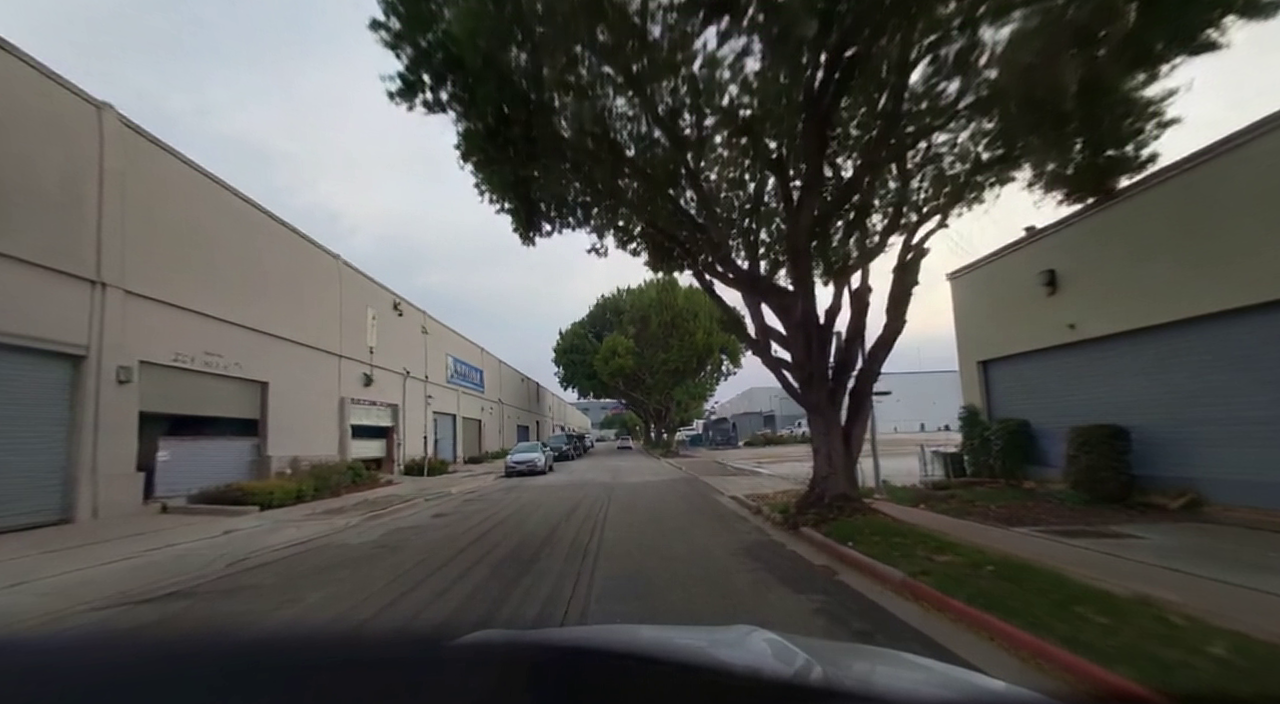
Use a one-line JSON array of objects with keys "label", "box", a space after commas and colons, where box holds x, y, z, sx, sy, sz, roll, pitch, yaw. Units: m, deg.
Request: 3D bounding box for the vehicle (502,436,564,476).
[{"label": "vehicle", "box": [-4.788, 4.740, 28.785, 2.040, 1.501, 4.440, -4, -9, -1]}]

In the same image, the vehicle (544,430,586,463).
[{"label": "vehicle", "box": [-4.810, 6.163, 40.813, 2.161, 1.843, 5.181, -4, -9, -2]}]
